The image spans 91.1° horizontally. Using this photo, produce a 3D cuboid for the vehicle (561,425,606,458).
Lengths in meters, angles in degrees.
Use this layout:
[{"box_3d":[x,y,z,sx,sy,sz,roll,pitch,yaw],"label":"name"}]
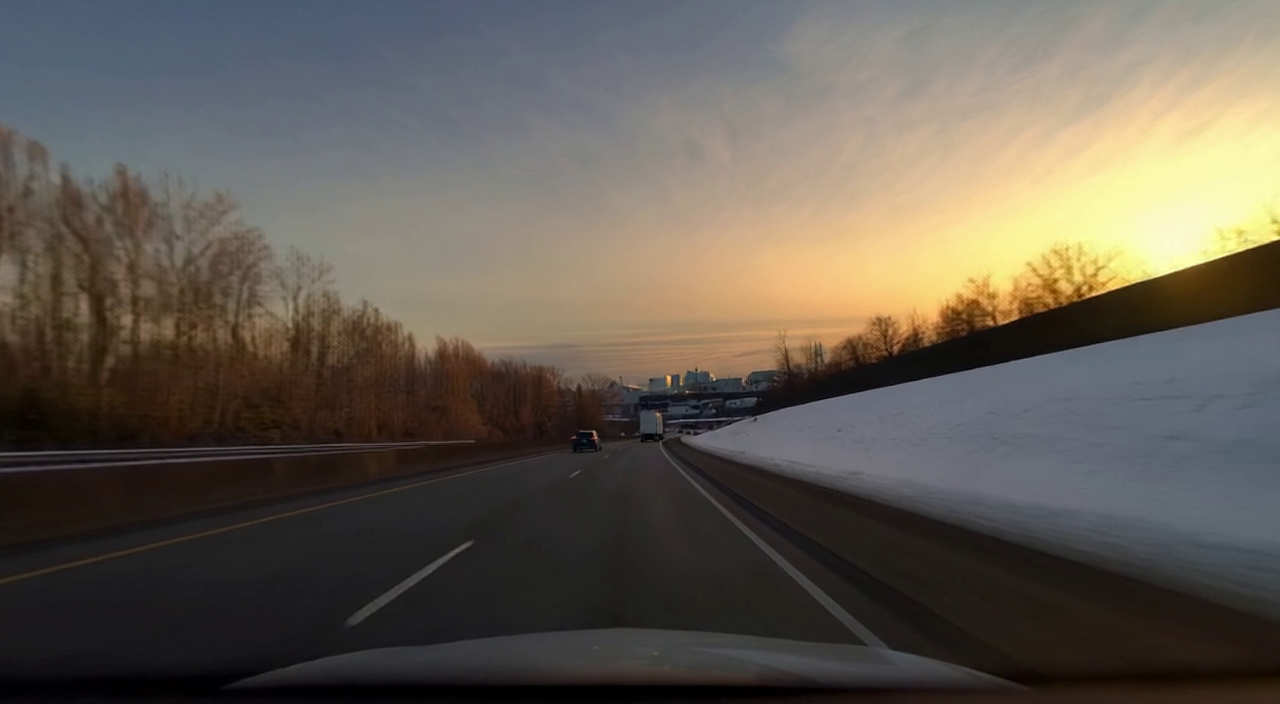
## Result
[{"box_3d":[-3.001,4.864,34.254,2.018,1.678,4.312,0,-8,1],"label":"vehicle"}]
